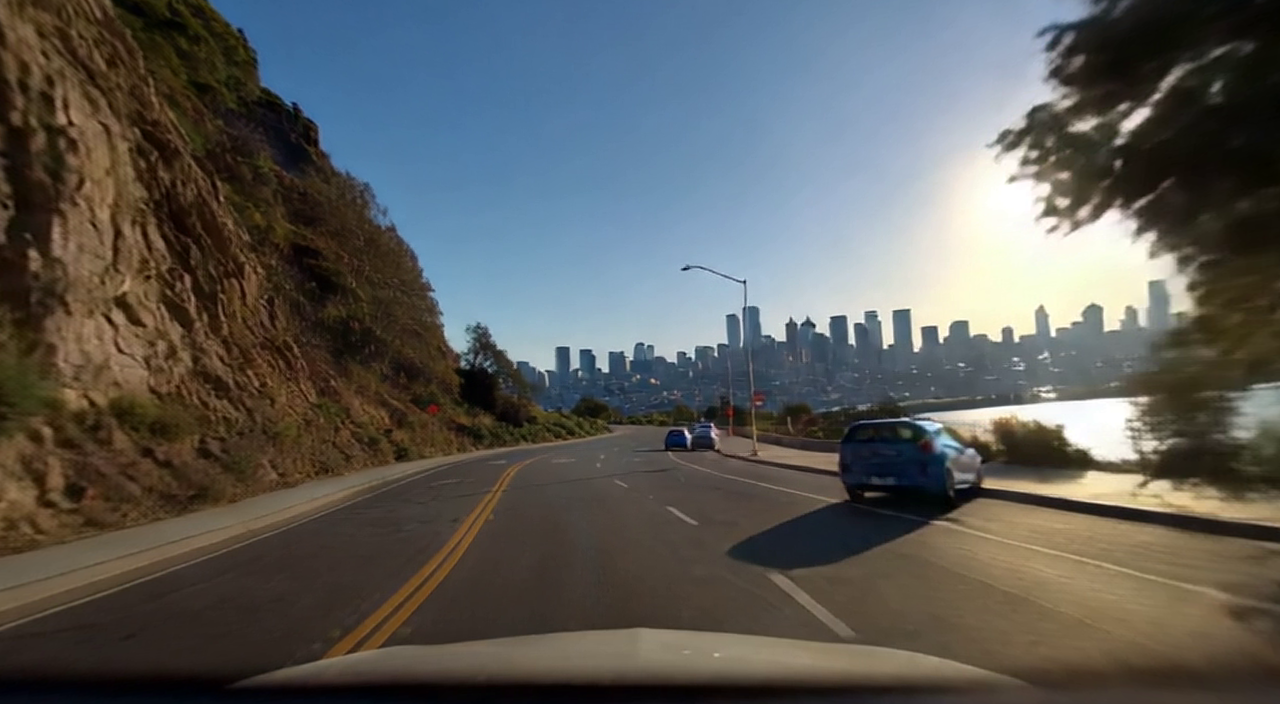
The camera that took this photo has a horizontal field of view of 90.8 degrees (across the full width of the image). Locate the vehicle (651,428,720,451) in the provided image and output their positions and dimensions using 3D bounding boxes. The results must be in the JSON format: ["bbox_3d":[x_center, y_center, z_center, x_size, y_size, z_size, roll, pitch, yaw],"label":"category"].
[{"bbox_3d":[3.338,6.278,45.619,4.963,1.585,2.155,6,-10,-42],"label":"vehicle"}]

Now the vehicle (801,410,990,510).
[{"bbox_3d":[5.367,2.138,12.956,2.064,1.667,4.453,-8,-11,42],"label":"vehicle"}]
